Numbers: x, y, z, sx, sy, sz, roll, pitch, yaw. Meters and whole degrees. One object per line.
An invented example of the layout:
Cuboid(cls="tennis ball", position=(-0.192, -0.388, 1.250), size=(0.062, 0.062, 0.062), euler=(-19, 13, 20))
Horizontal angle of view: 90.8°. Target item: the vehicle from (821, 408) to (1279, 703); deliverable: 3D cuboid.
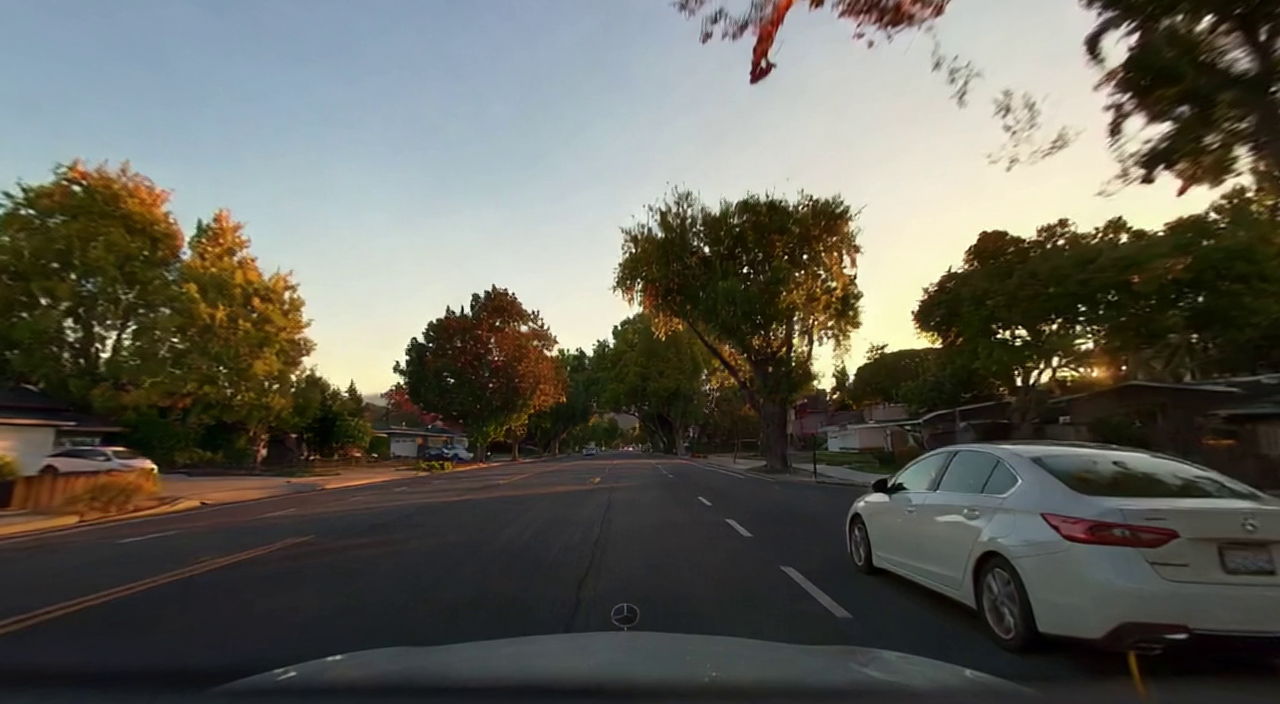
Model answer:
Cuboid(cls="vehicle", position=(3.084, 1.313, 4.912), size=(2.057, 1.493, 4.225), euler=(0, -8, -1))

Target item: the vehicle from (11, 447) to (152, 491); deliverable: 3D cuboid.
Cuboid(cls="vehicle", position=(-23.789, 4.970, 27.018), size=(4.230, 1.721, 2.028), euler=(-1, -8, 4))
